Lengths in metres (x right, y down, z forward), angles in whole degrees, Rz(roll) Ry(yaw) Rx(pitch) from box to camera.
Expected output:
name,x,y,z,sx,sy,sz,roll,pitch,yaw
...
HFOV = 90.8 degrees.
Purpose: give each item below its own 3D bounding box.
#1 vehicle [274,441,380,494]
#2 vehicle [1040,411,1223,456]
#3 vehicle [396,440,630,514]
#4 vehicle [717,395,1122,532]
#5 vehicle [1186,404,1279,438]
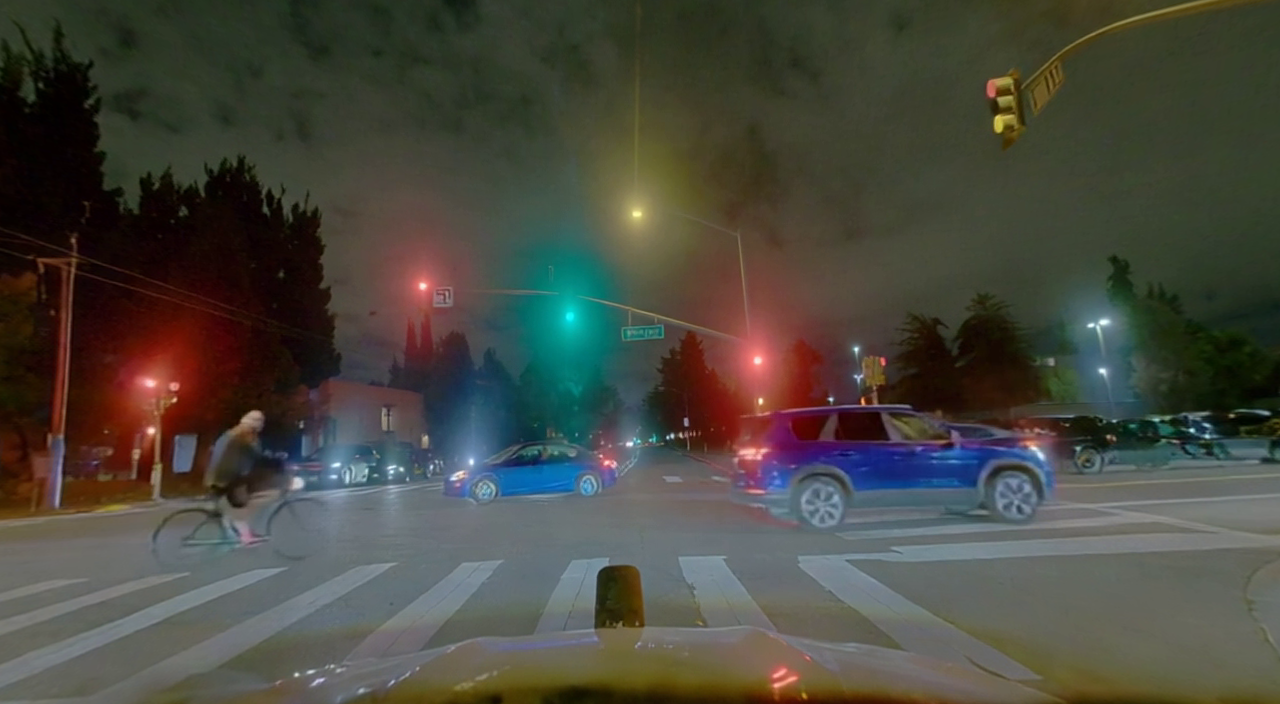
name,x,y,z,sx,sy,sz,roll,pitch,yaw
vehicle,-13.737,5.055,28.139,2.251,1.957,4.968,-4,-9,-1
vehicle,16.958,2.903,22.101,4.560,1.453,1.851,-3,-9,18
vehicle,-2.510,2.583,13.304,4.533,1.419,1.755,0,-9,-4
vehicle,3.806,1.666,9.610,5.122,1.781,2.098,-1,-9,5
vehicle,34.900,4.018,36.646,4.326,1.511,1.725,-8,-9,17
